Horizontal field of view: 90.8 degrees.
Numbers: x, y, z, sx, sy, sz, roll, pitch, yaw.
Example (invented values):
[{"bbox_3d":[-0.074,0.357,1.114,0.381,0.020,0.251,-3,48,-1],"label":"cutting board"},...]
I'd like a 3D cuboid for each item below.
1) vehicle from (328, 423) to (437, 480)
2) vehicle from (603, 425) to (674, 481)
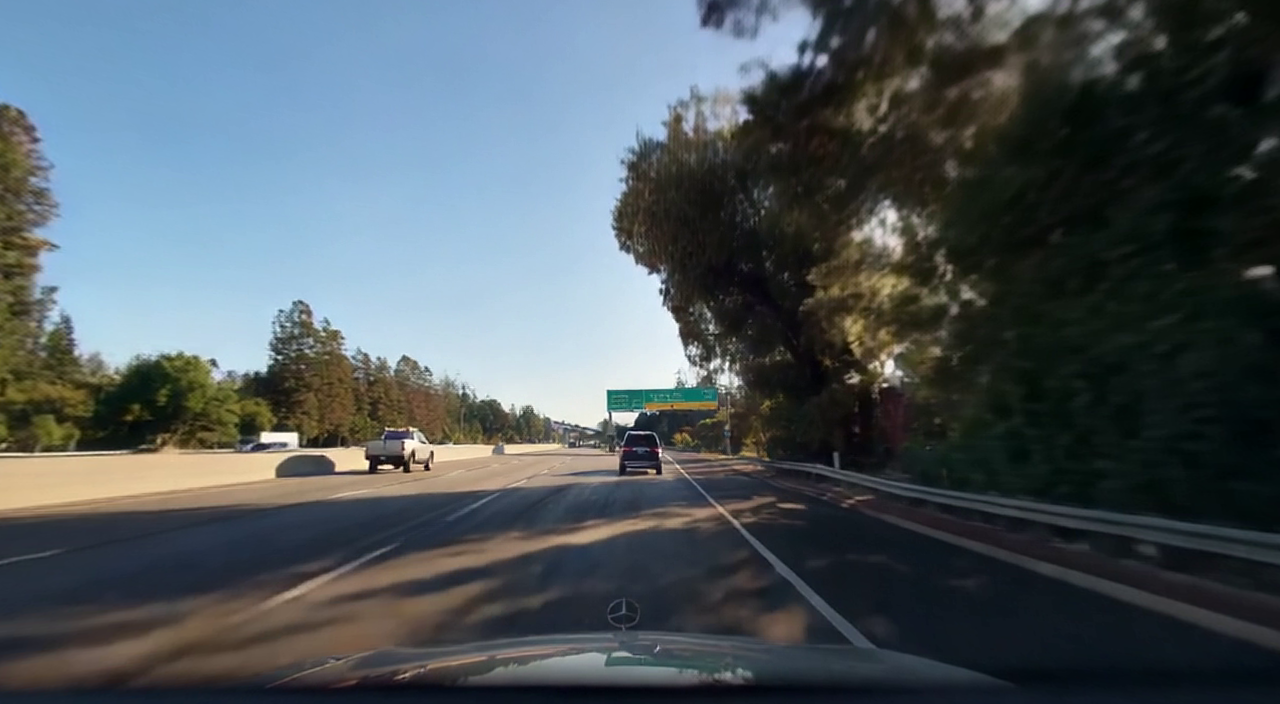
[{"bbox_3d":[-9.829,3.866,24.708,2.289,1.955,5.147,1,-9,-3],"label":"vehicle"},{"bbox_3d":[-0.060,3.974,25.011,2.497,1.957,5.432,0,-9,0],"label":"vehicle"}]
